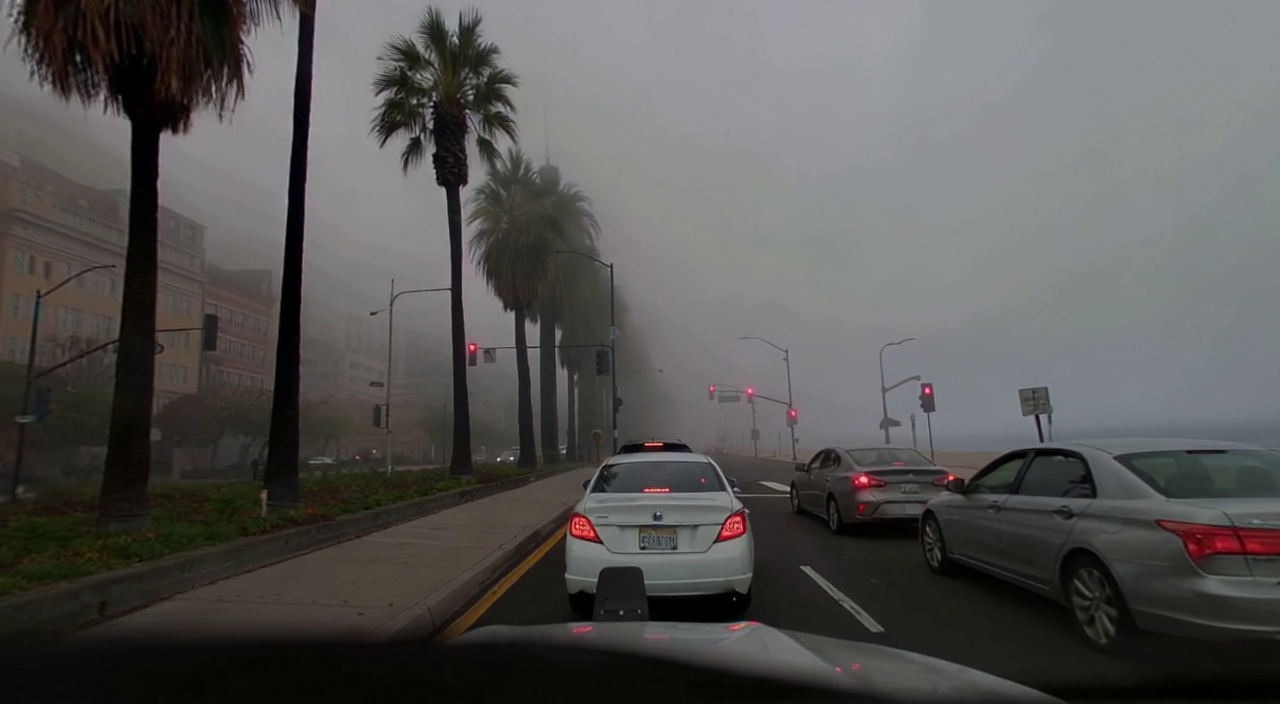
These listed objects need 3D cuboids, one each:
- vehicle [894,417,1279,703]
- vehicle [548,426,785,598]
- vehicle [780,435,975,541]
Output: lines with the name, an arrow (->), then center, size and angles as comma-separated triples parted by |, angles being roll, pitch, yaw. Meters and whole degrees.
vehicle -> 3.912, 1.363, 5.091 | 1.913, 1.469, 4.425 | 0, -9, 0
vehicle -> 0.265, 1.705, 7.510 | 2.093, 1.503, 3.681 | 0, -9, 1
vehicle -> 3.895, 2.290, 11.310 | 1.920, 1.490, 4.417 | -1, -9, 2
